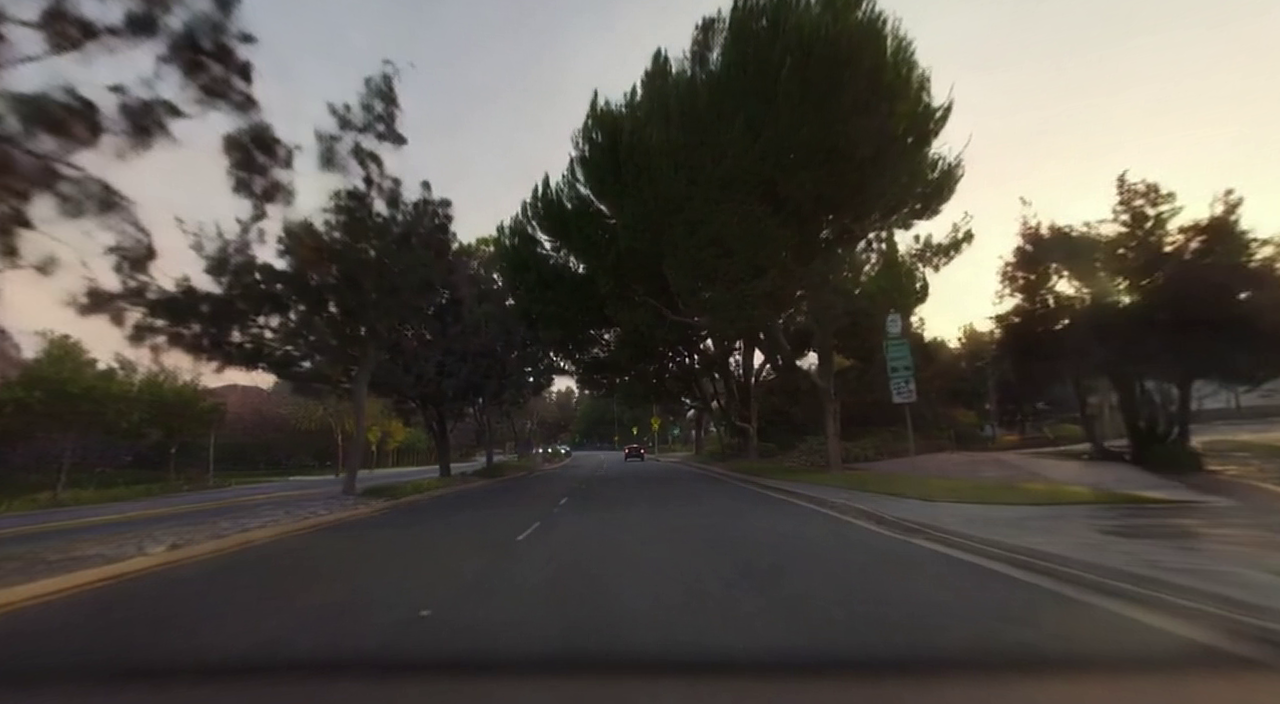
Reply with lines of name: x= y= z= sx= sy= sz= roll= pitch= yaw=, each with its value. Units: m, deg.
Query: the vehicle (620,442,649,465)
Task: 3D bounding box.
vehicle: x=-0.459 y=7.473 z=46.769 sx=2.045 sy=1.613 sz=4.210 roll=0 pitch=-8 yaw=-1
